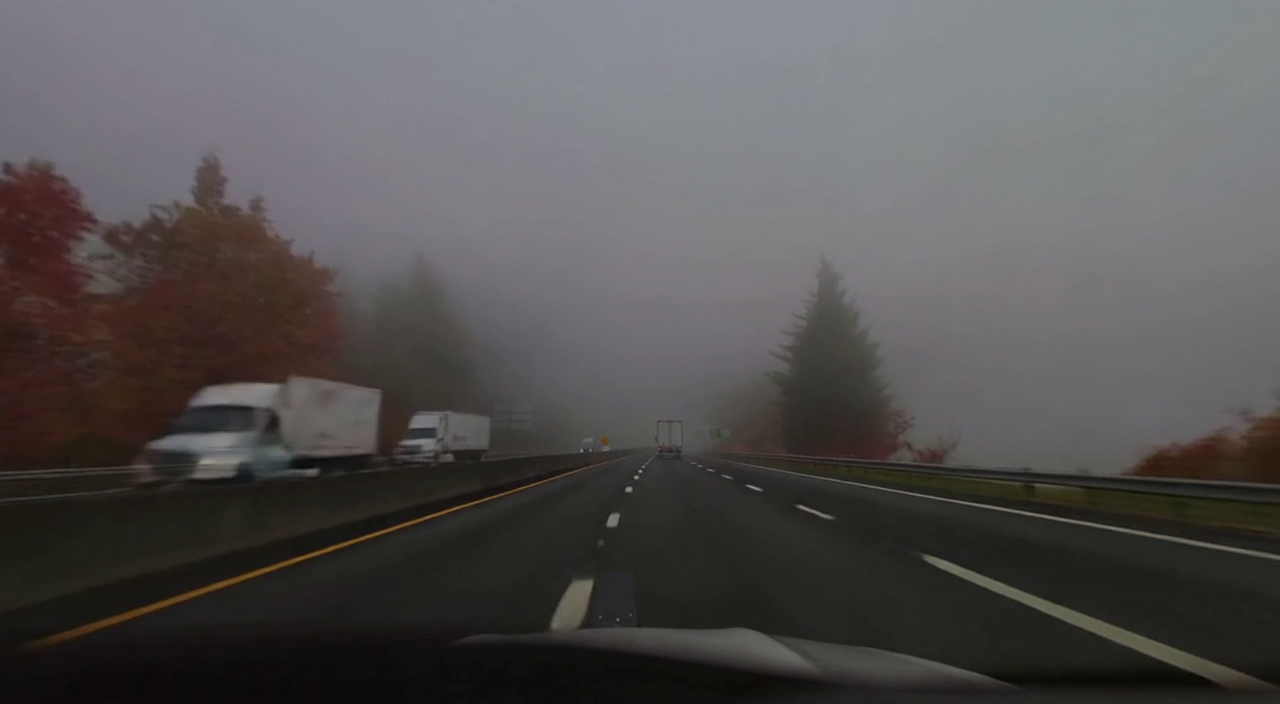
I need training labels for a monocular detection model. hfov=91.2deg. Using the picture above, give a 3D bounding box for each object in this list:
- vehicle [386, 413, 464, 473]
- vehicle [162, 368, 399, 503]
[{"bbox_3d":[-14.278,6.151,42.182,2.938,3.697,5.821,-1,-9,2],"label":"vehicle"},{"bbox_3d":[-10.677,2.713,19.940,2.770,3.421,7.624,-1,-9,2],"label":"vehicle"}]
